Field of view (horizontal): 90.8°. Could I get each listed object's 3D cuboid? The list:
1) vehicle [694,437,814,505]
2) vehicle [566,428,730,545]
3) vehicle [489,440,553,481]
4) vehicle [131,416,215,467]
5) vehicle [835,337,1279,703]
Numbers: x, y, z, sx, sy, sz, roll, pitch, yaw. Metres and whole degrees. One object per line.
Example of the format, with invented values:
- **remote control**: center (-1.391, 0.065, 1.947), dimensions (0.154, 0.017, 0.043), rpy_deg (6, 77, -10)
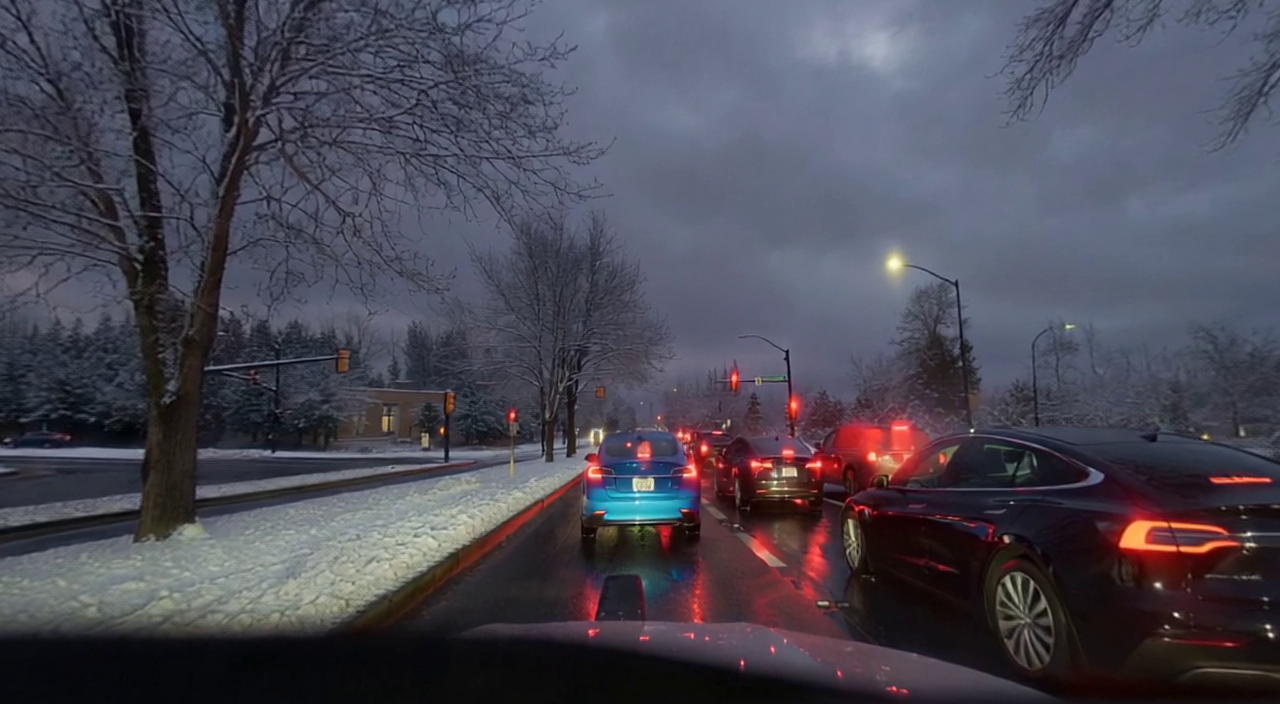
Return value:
- **vehicle**: center (2.692, 2.927, 16.035), dimensions (2.058, 1.466, 4.208), rpy_deg (0, -8, -3)
- **vehicle**: center (0.026, 2.079, 10.470), dimensions (2.147, 1.499, 4.240), rpy_deg (0, -8, -2)
- **vehicle**: center (-4.634, 4.281, 25.251), dimensions (1.972, 1.457, 4.171), rpy_deg (0, -8, -4)
- **vehicle**: center (-29.263, 5.626, 39.708), dimensions (2.608, 2.990, 3.026), rpy_deg (2, -8, 2)
- **vehicle**: center (3.181, 1.105, 4.309), dimensions (2.167, 1.676, 4.443), rpy_deg (0, -8, -1)
